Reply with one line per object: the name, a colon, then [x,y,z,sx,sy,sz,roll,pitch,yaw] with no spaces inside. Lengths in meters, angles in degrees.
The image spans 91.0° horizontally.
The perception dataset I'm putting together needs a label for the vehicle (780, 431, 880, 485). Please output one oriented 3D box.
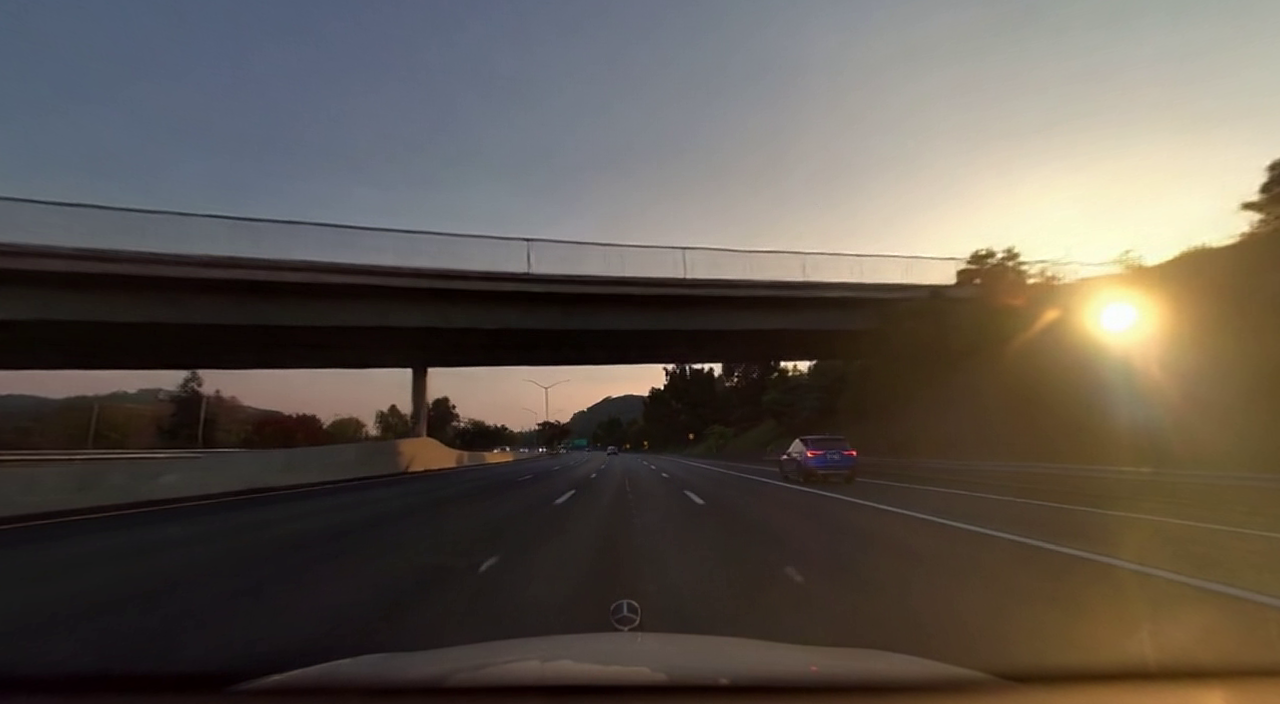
vehicle: [6.632,3.762,22.565,2.091,1.711,4.383,0,-9,-1]
